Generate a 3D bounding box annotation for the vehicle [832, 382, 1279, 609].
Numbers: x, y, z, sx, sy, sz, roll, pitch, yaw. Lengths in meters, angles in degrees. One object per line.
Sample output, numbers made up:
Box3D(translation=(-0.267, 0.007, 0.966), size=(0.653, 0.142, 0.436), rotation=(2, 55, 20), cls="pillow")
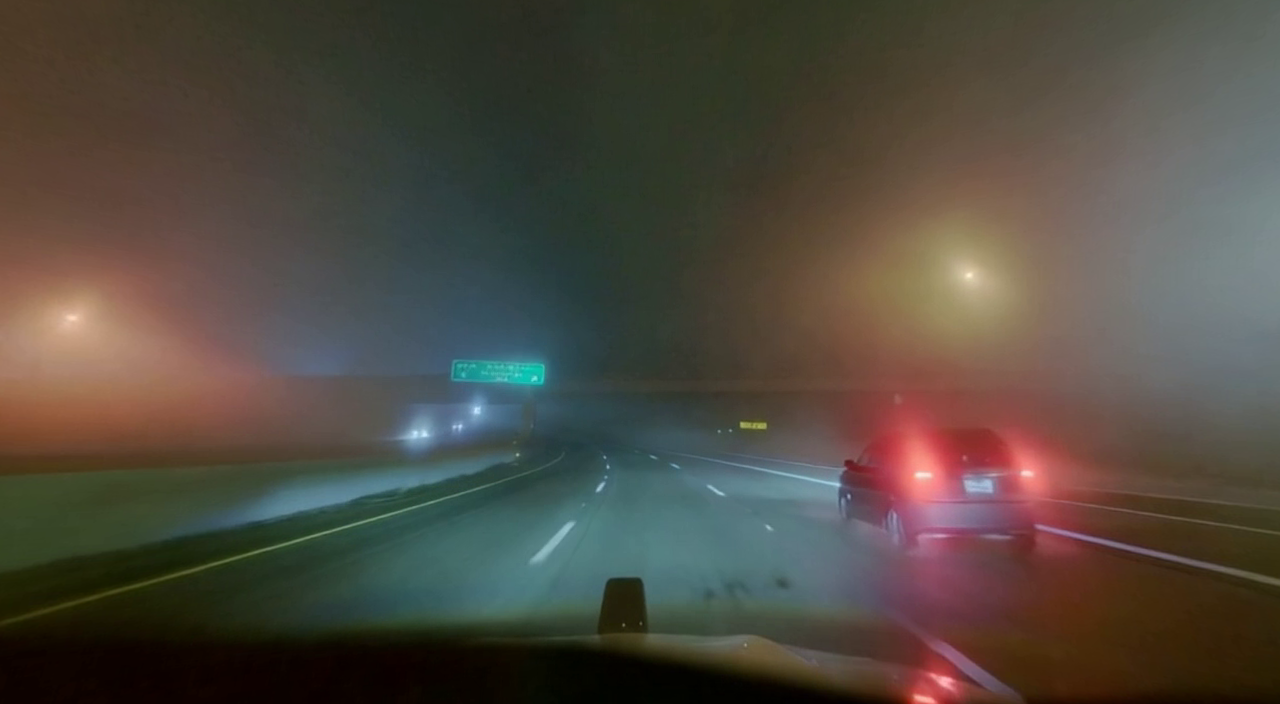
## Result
Box3D(translation=(3.979, 1.434, 7.228), size=(2.039, 1.701, 4.834), rotation=(0, -8, 0), cls="vehicle")
